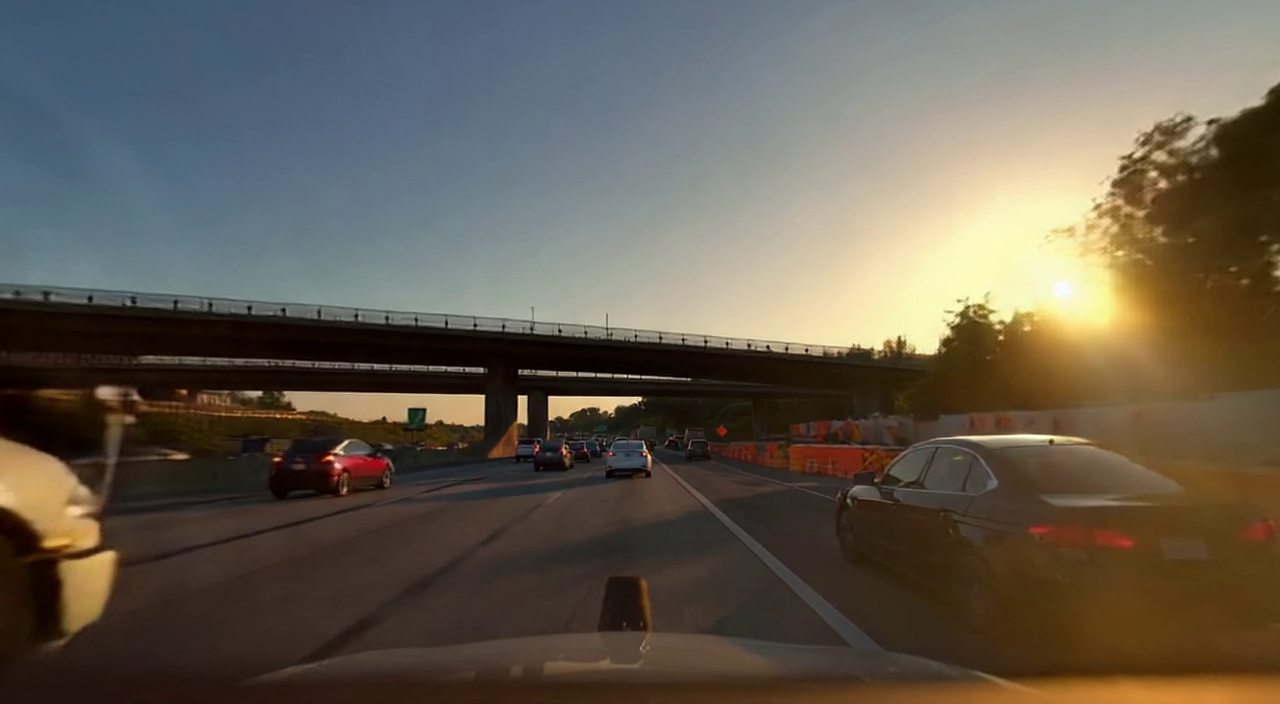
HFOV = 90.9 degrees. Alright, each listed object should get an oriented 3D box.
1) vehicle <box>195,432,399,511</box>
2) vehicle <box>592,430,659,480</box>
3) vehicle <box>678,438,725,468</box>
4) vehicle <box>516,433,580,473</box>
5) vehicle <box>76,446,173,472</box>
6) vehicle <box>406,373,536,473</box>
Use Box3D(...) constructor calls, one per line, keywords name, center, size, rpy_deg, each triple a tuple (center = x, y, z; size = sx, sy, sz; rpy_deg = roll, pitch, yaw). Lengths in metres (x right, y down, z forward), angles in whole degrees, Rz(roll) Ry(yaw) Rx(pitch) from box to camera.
Box3D(name="vehicle", center=(-7.502, 2.634, 14.510), size=(1.948, 1.494, 4.749), rpy_deg=(0, -8, 1))
Box3D(name="vehicle", center=(-0.499, 3.819, 23.616), size=(2.270, 1.696, 4.061), rpy_deg=(0, -8, 0))
Box3D(name="vehicle", center=(3.198, 5.352, 33.530), size=(2.003, 1.465, 4.092), rpy_deg=(0, -8, -1))
Box3D(name="vehicle", center=(-4.040, 4.537, 28.492), size=(2.124, 1.639, 4.344), rpy_deg=(0, -8, 2))
Box3D(name="vehicle", center=(-38.023, 7.872, 46.783), size=(2.189, 1.778, 5.746), rpy_deg=(0, -8, 1))
Box3D(name="vehicle", center=(-7.471, 3.542, 29.992), size=(2.959, 3.886, 10.574), rpy_deg=(0, -8, 2))
